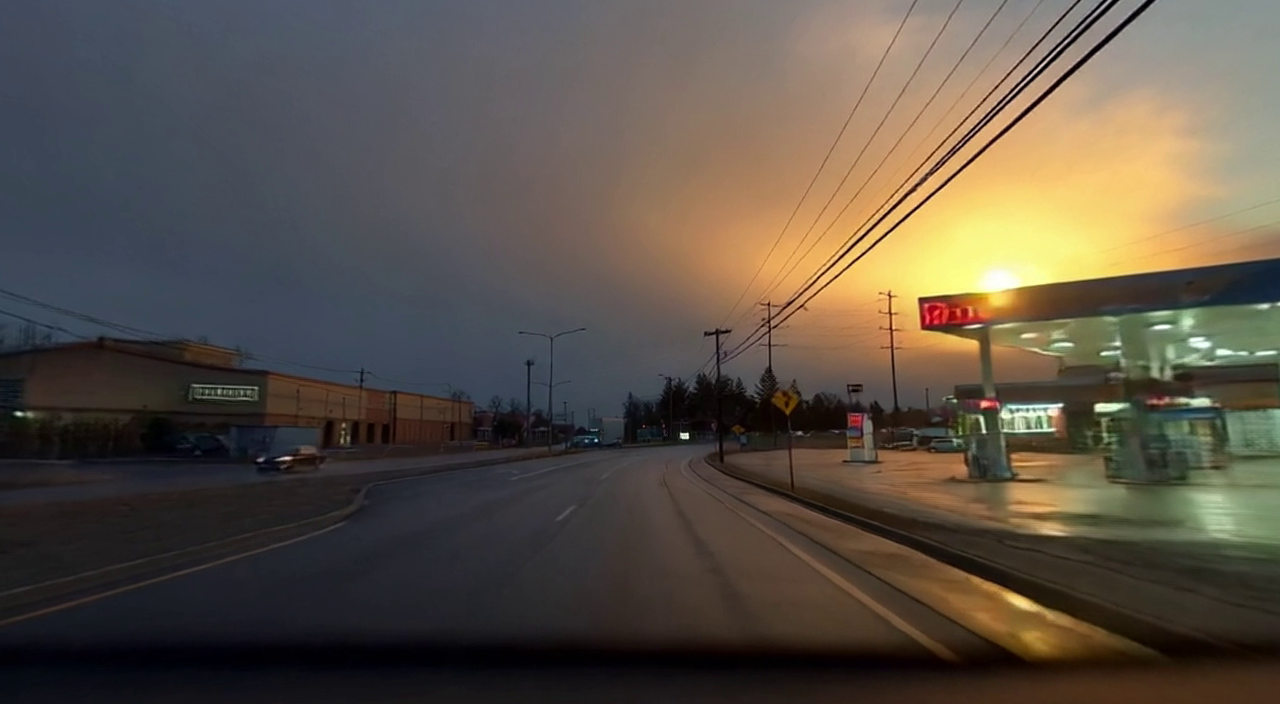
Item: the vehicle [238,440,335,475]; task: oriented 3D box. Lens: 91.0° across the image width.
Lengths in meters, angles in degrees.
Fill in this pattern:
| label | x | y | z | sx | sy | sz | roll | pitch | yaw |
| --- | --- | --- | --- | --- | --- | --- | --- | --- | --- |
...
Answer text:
| label | x | y | z | sx | sy | sz | roll | pitch | yaw |
| --- | --- | --- | --- | --- | --- | --- | --- | --- | --- |
| vehicle | -17.552 | 5.243 | 31.560 | 2.011 | 1.646 | 4.522 | -1 | -8 | 4 |
